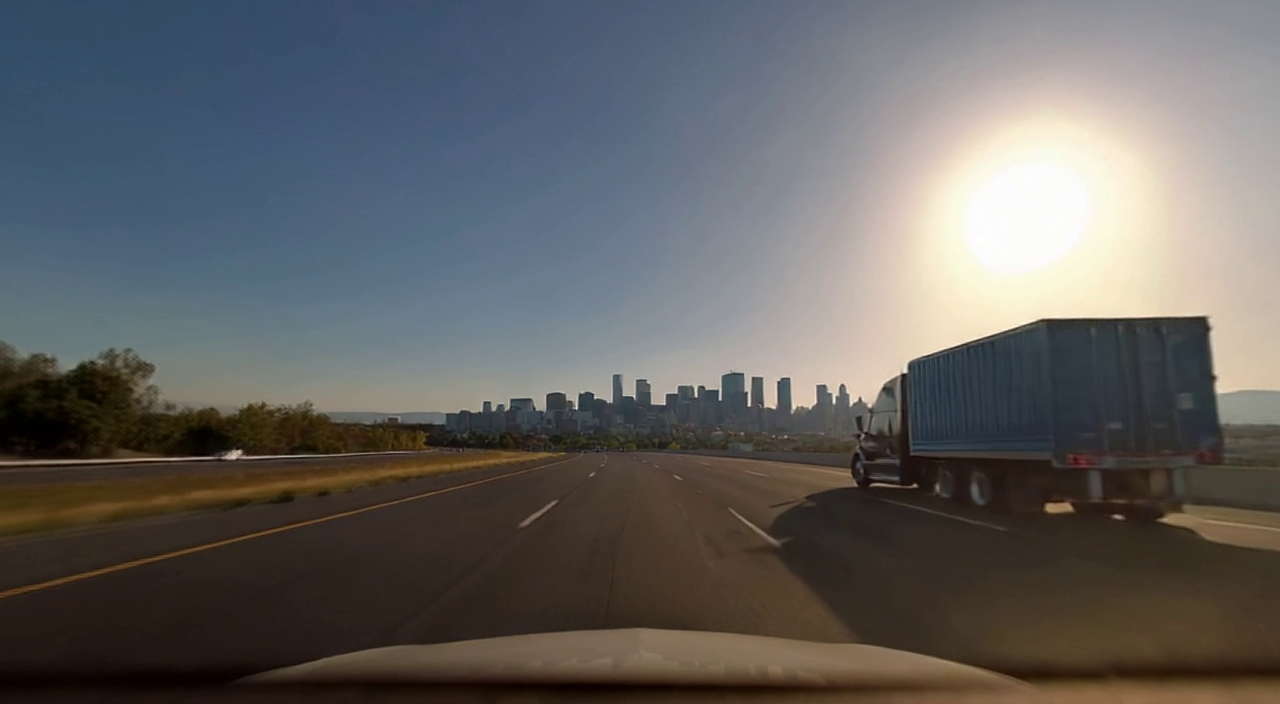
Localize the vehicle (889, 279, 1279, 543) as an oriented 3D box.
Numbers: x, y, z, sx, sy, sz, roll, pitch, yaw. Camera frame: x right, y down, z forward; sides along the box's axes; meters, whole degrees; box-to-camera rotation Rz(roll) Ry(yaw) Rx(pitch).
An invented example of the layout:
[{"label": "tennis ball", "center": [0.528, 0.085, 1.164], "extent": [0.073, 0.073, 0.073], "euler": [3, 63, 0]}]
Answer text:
[{"label": "vehicle", "center": [7.179, 1.181, 10.876], "extent": [2.627, 3.011, 7.287], "euler": [0, -9, -1]}]
